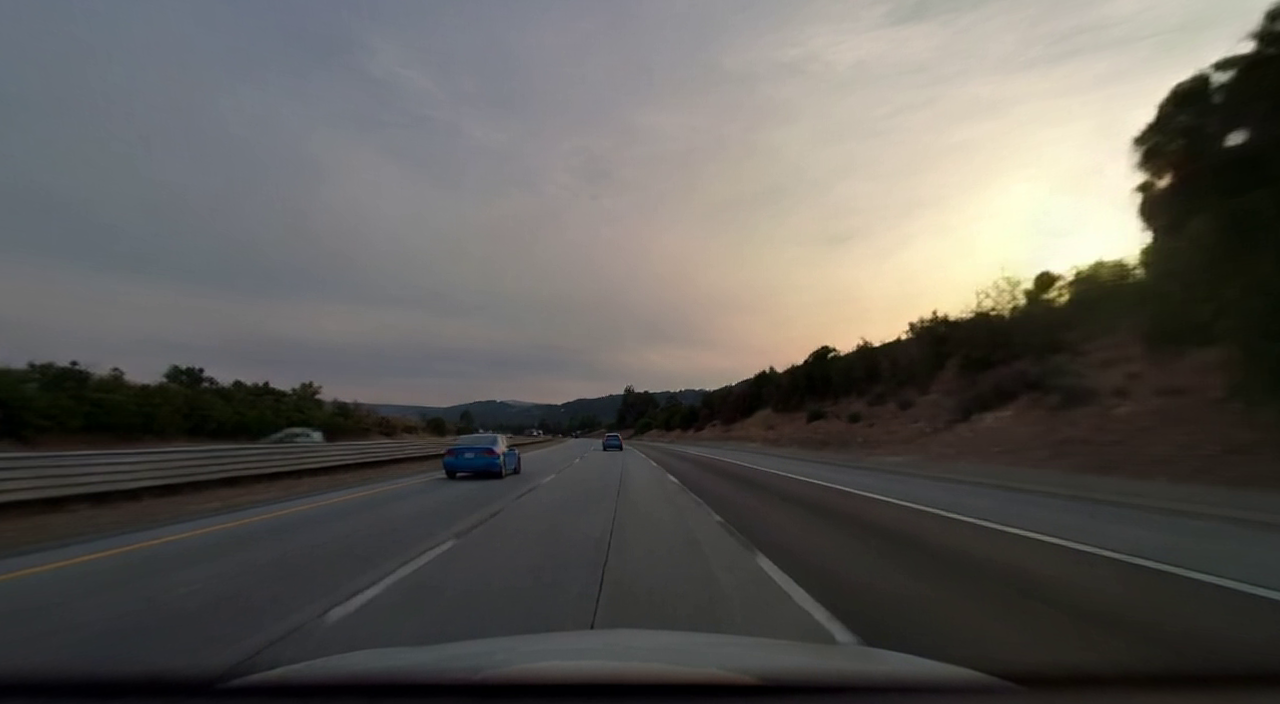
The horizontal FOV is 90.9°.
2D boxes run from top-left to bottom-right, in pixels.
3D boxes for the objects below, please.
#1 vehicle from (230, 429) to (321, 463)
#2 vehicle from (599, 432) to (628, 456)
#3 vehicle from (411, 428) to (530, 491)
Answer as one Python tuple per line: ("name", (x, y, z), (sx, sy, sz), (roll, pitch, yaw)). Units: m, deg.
("vehicle", (-17.360, 4.476, 30.324), (1.815, 1.477, 4.510), (0, -8, -2))
("vehicle", (-1.930, 6.608, 45.531), (1.997, 1.589, 4.179), (0, -8, -3))
("vehicle", (-4.671, 3.035, 18.332), (2.141, 1.534, 5.099), (0, -8, -1))
